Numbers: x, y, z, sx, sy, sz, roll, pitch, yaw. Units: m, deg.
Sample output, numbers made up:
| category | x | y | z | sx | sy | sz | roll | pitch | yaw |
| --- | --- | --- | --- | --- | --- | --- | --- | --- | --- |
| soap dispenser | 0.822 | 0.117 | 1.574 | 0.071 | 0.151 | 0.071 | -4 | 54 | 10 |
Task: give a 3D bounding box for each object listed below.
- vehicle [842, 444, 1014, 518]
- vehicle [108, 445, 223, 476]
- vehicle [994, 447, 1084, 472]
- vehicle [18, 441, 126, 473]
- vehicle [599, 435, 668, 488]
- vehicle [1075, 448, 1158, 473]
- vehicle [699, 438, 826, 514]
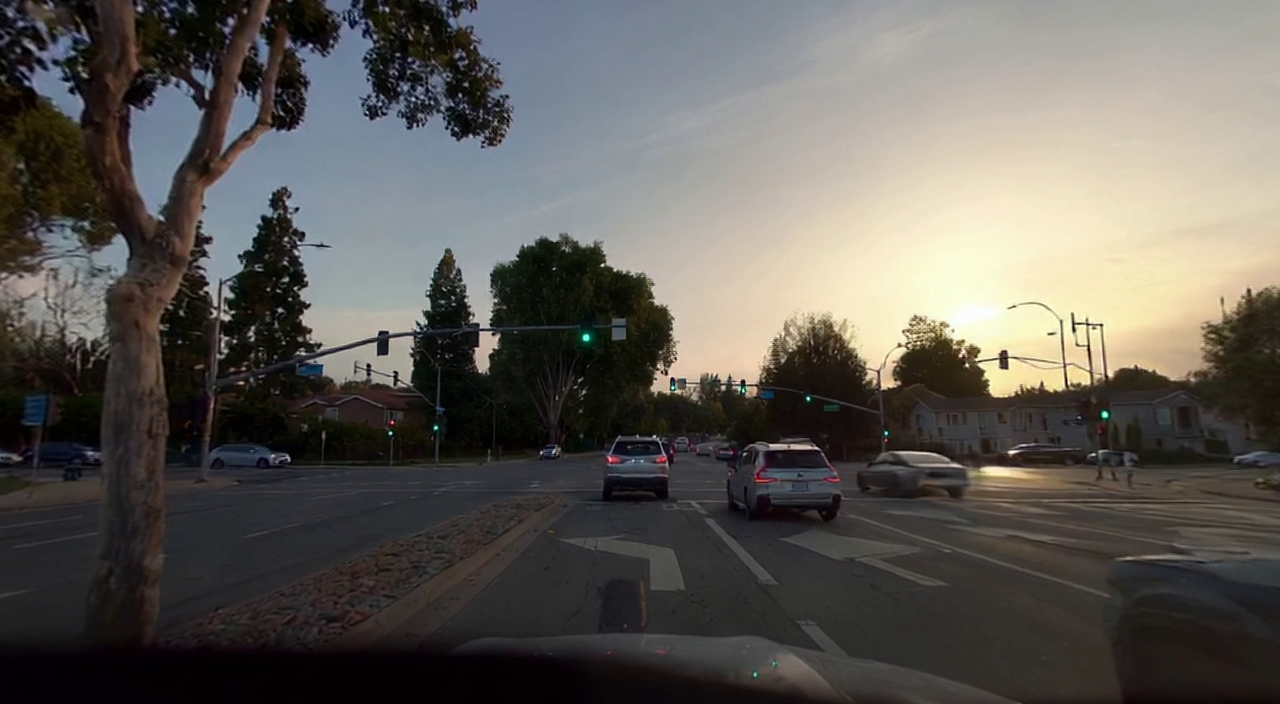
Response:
| category | x | y | z | sx | sy | sz | roll | pitch | yaw |
| --- | --- | --- | --- | --- | --- | --- | --- | --- | --- |
| vehicle | 6.402 | 2.866 | 14.684 | 1.900 | 1.440 | 4.466 | 0 | -8 | 0 |
| vehicle | -26.328 | 6.013 | 35.107 | 4.724 | 1.630 | 1.968 | 0 | -8 | -2 |
| vehicle | 29.719 | 8.029 | 47.065 | 5.366 | 1.653 | 2.044 | 1 | -9 | -1 |
| vehicle | -36.832 | 6.810 | 40.968 | 4.771 | 1.778 | 2.032 | 3 | -8 | -3 |
| vehicle | -0.345 | 3.920 | 22.889 | 2.099 | 1.705 | 4.020 | 1 | -8 | -6 |
| vehicle | 33.146 | 7.549 | 43.921 | 4.215 | 1.618 | 1.949 | 0 | -8 | -2 |
| vehicle | 2.635 | 2.792 | 14.740 | 2.009 | 1.480 | 4.423 | 0 | -8 | -1 |
